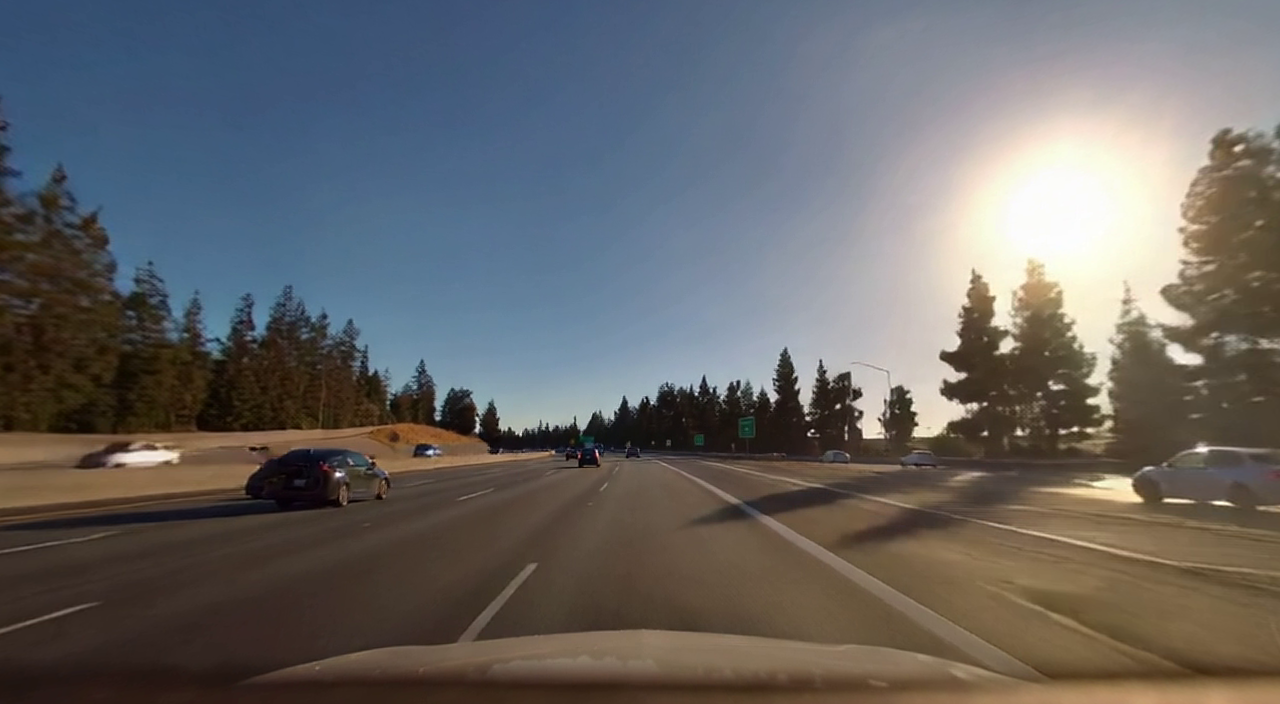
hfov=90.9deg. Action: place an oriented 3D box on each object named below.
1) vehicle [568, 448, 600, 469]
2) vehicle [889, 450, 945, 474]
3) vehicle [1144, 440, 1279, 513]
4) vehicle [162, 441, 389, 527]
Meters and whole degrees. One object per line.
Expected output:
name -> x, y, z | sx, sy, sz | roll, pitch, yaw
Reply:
vehicle -> -4.020, 7.711, 45.962 | 1.936, 1.465, 4.060 | 0, -9, 0
vehicle -> 18.356, 7.266, 42.022 | 1.950, 1.462, 4.391 | -1, -9, 3
vehicle -> 14.777, 2.851, 14.789 | 2.201, 1.535, 4.735 | -1, -9, 4
vehicle -> -7.313, 2.662, 13.396 | 2.038, 1.463, 4.656 | 0, -9, 0
